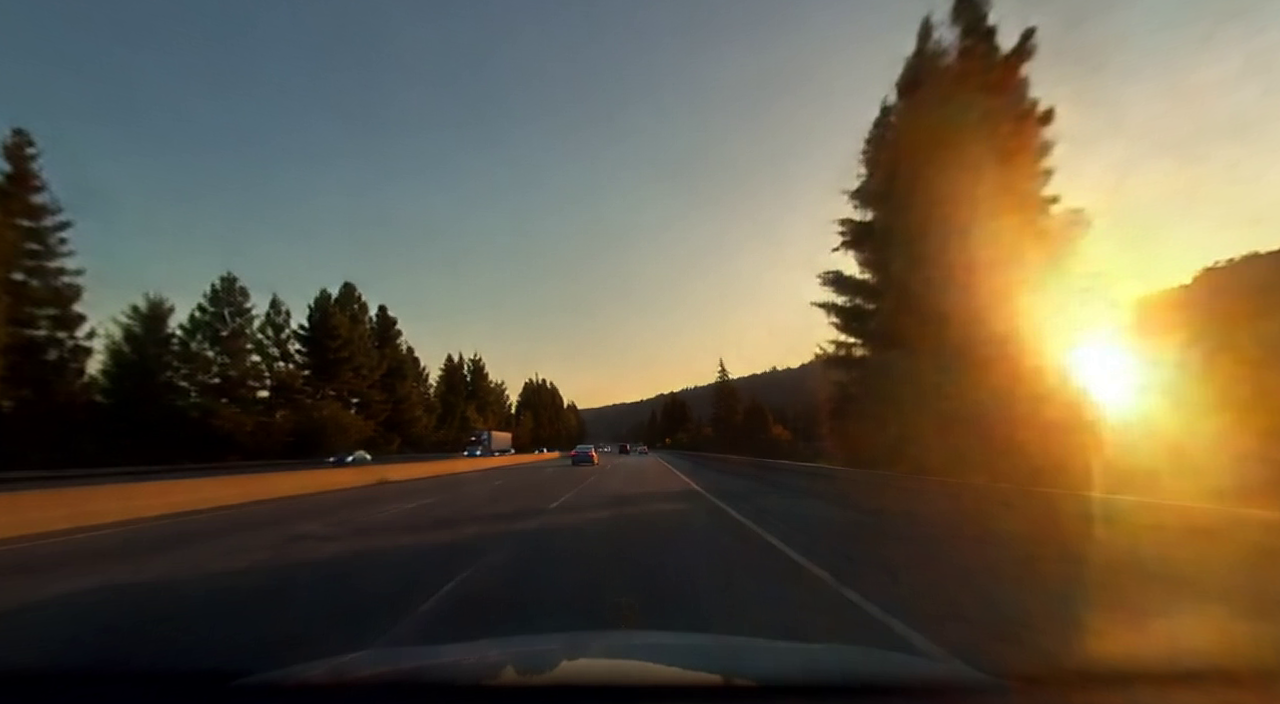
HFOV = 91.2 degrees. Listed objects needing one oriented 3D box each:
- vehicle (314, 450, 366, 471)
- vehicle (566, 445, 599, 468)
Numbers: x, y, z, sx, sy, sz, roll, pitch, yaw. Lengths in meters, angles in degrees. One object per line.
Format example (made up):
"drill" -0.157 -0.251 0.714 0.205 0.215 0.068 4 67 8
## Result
"vehicle" -23.302 8.435 48.871 1.980 1.518 3.986 0 -9 1
"vehicle" -3.991 7.358 44.188 1.933 1.497 3.973 0 -9 0
